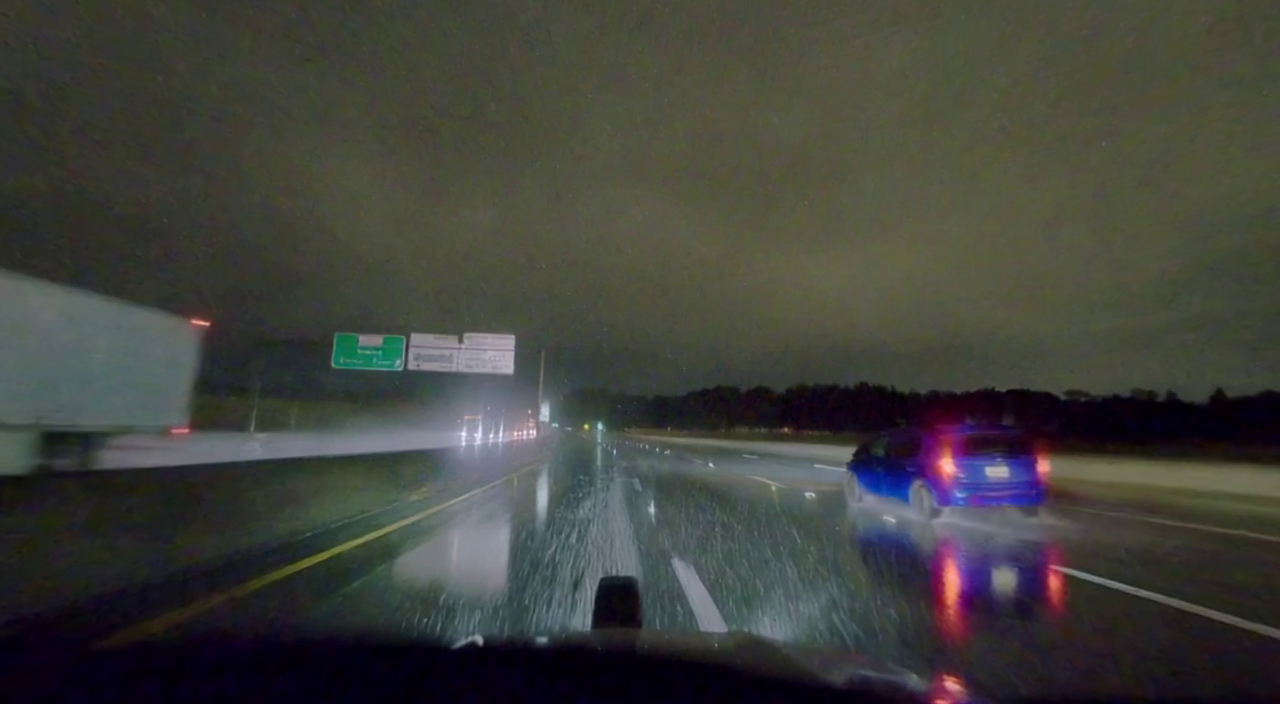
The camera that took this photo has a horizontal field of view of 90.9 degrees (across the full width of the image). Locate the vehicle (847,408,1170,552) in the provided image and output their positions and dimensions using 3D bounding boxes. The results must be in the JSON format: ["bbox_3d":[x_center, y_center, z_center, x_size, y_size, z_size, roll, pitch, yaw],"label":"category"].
[{"bbox_3d":[4.878,1.718,9.262,1.997,1.589,4.179,0,-8,-4],"label":"vehicle"}]

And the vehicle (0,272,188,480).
[{"bbox_3d":[-13.740,0.167,9.959,2.957,3.977,14.659,0,-8,-2],"label":"vehicle"}]
